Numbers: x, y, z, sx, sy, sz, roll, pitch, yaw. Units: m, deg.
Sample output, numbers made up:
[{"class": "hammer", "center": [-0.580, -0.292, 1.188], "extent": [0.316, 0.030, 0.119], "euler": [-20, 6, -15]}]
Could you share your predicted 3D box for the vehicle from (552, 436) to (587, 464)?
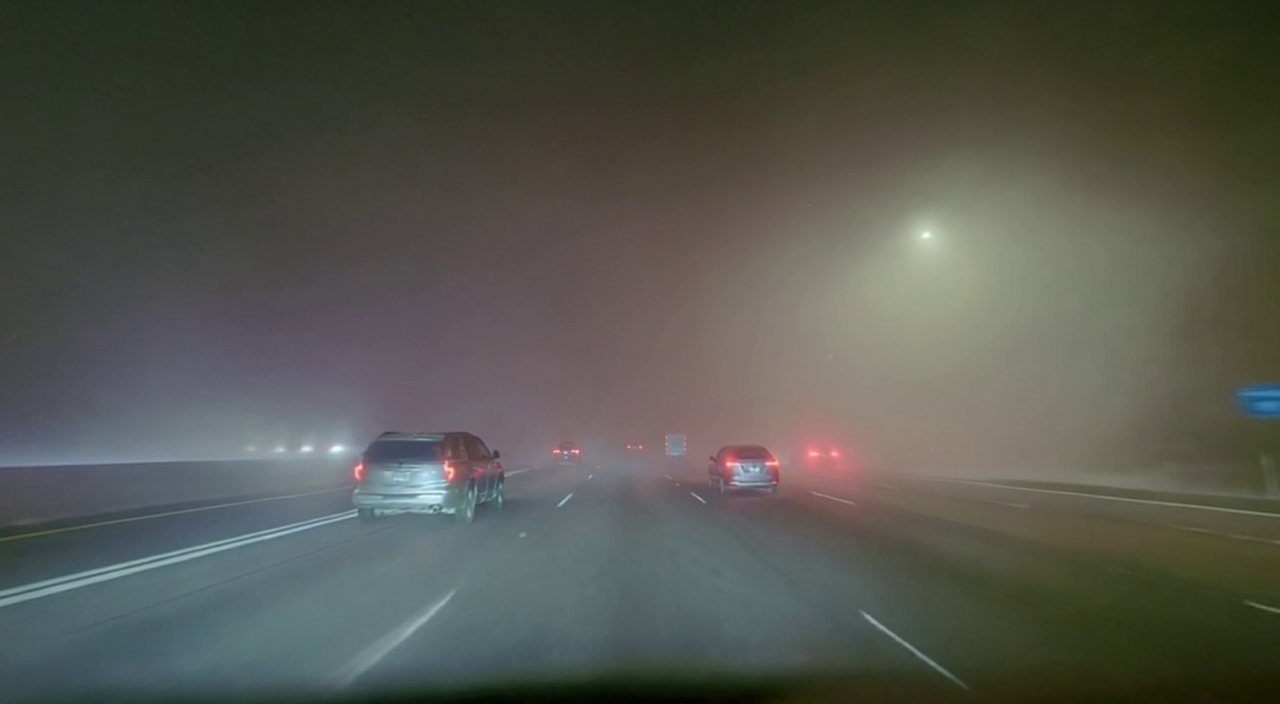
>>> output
[{"class": "vehicle", "center": [-4.902, 6.920, 44.485], "extent": [2.149, 1.843, 4.348], "euler": [1, -9, -2]}]

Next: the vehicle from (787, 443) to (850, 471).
[{"class": "vehicle", "center": [10.108, 5.977, 36.111], "extent": [2.105, 1.496, 4.393], "euler": [0, -8, -3]}]

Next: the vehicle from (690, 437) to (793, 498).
[{"class": "vehicle", "center": [2.739, 3.258, 18.183], "extent": [2.053, 1.510, 4.400], "euler": [0, -8, -2]}]

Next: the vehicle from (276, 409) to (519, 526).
[{"class": "vehicle", "center": [-4.425, 2.273, 13.024], "extent": [2.684, 1.839, 5.803], "euler": [0, -8, 0]}]
